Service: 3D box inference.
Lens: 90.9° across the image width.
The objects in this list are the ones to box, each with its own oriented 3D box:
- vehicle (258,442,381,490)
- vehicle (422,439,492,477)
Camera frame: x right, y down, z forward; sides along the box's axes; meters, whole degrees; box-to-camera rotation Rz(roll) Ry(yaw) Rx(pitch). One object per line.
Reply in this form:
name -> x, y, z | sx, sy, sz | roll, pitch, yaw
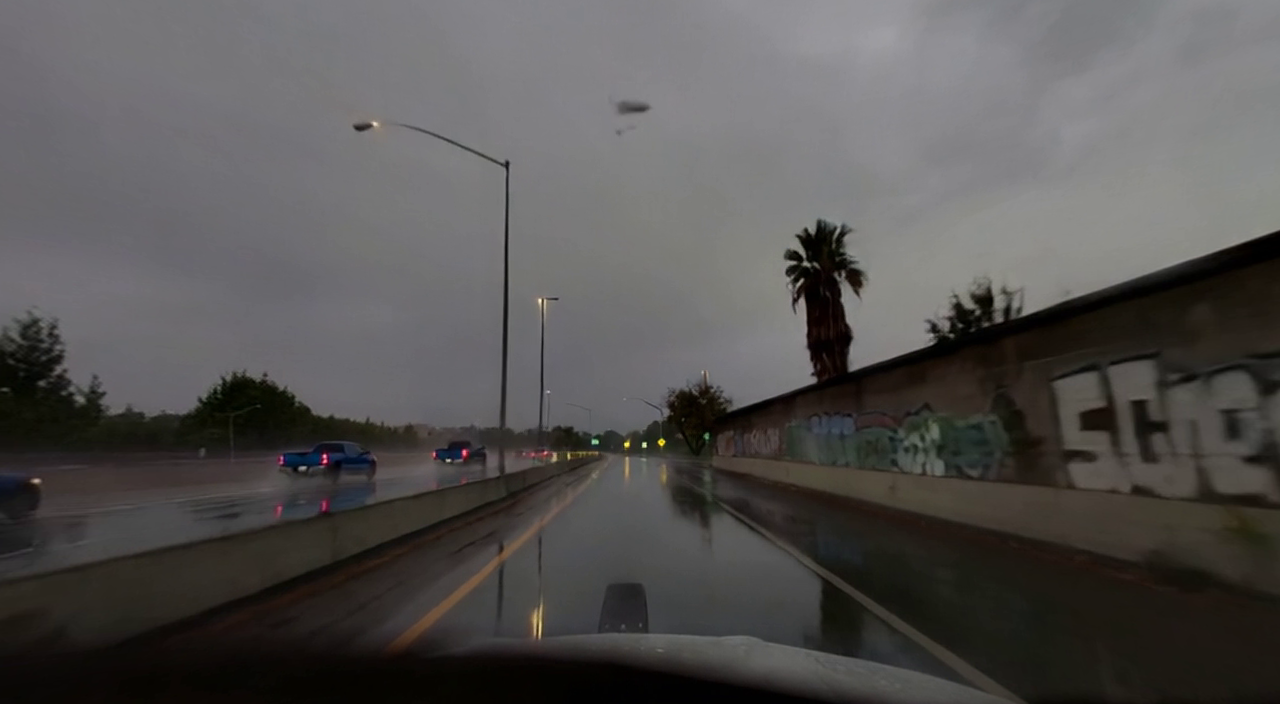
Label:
vehicle -> -13.961, 4.986, 28.022 | 2.272, 1.882, 5.941 | 0, -9, 1
vehicle -> -10.354, 6.028, 36.220 | 2.342, 1.999, 5.594 | 0, -9, 0
